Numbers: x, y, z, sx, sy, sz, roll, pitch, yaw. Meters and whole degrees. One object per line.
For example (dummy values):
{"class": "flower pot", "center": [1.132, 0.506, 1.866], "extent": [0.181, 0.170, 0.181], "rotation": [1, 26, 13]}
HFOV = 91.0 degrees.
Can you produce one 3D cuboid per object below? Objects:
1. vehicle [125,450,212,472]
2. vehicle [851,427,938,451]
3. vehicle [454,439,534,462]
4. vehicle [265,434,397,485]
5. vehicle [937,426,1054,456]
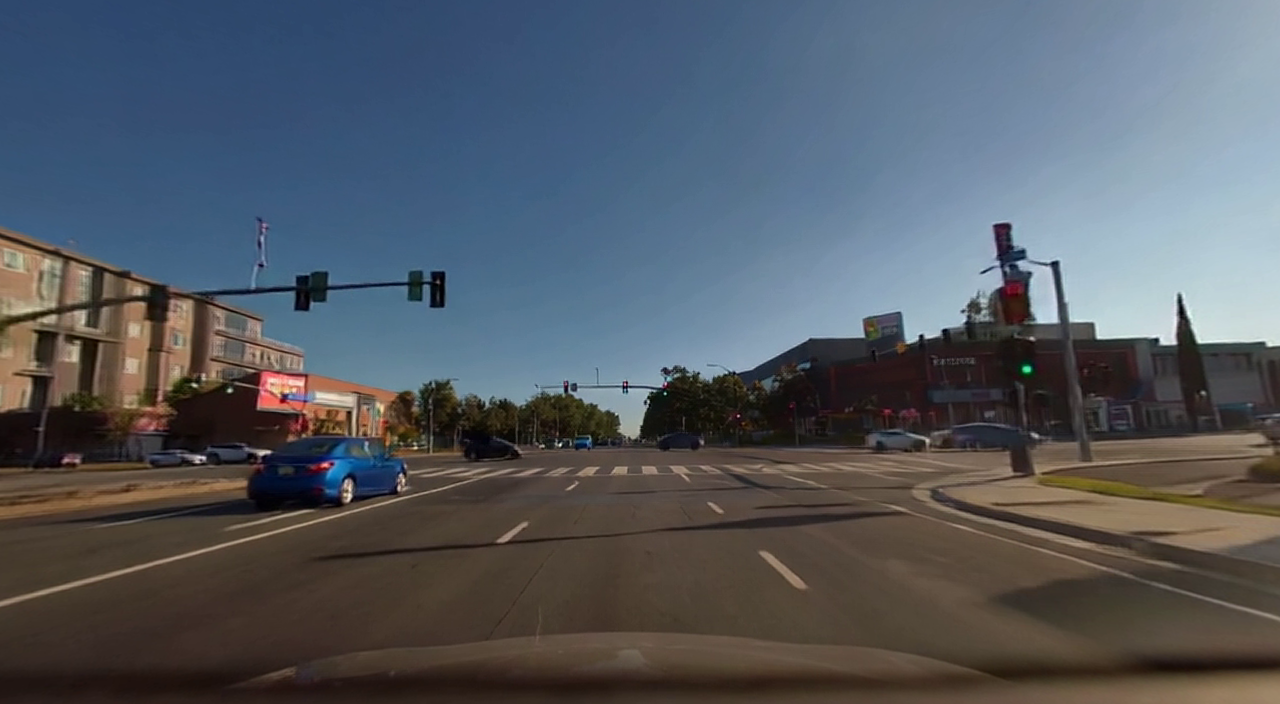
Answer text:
{"class": "vehicle", "center": [-34.324, 7.938, 45.892], "extent": [4.805, 1.494, 2.112], "rotation": [-1, -8, 5]}
{"class": "vehicle", "center": [15.891, 5.453, 39.499], "extent": [4.647, 1.428, 1.825], "rotation": [-1, -8, 4]}
{"class": "vehicle", "center": [-9.533, 6.445, 41.376], "extent": [4.775, 1.466, 1.850], "rotation": [-1, -8, 5]}
{"class": "vehicle", "center": [-9.896, 3.480, 20.693], "extent": [1.899, 1.460, 4.880], "rotation": [0, -8, 0]}
{"class": "vehicle", "center": [18.380, 4.626, 32.690], "extent": [4.885, 1.503, 1.845], "rotation": [-1, -8, 3]}
